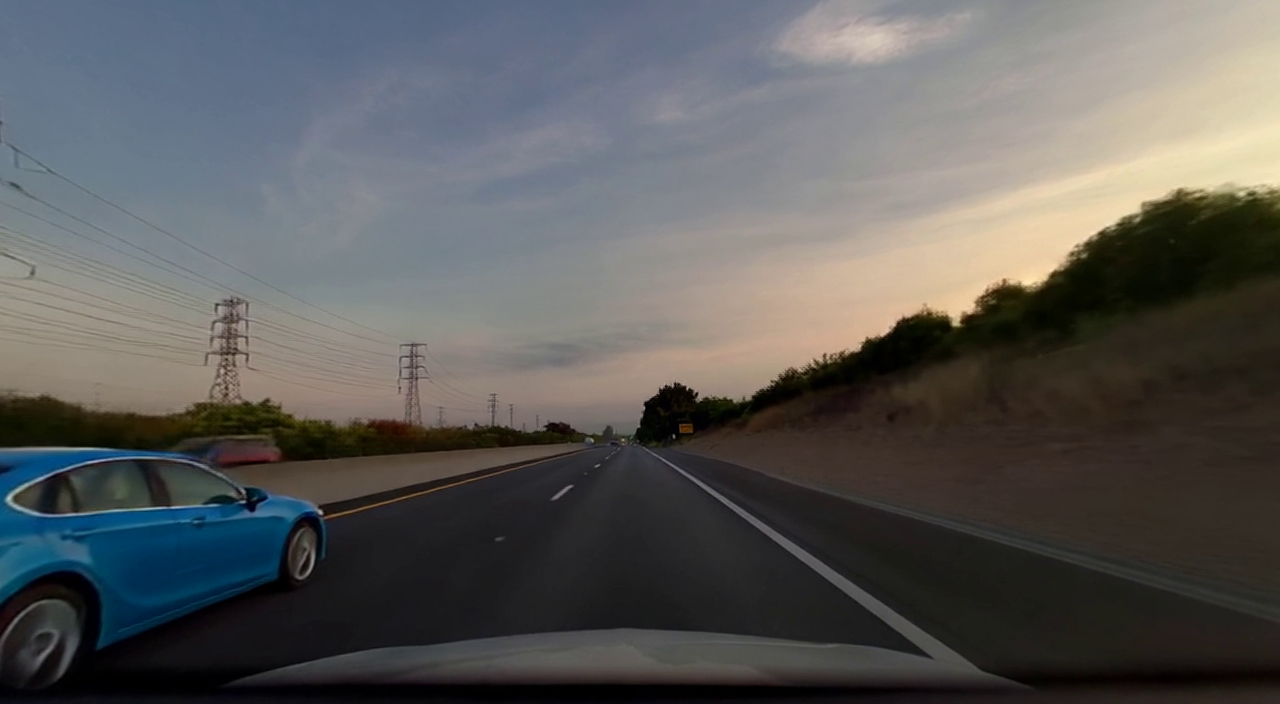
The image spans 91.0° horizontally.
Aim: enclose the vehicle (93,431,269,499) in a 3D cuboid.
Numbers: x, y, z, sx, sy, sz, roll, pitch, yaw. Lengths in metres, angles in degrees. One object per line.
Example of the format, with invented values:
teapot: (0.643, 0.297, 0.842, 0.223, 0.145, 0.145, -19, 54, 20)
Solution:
vehicle: (-14.511, 3.550, 20.375, 2.052, 1.914, 4.791, 0, -8, 0)
